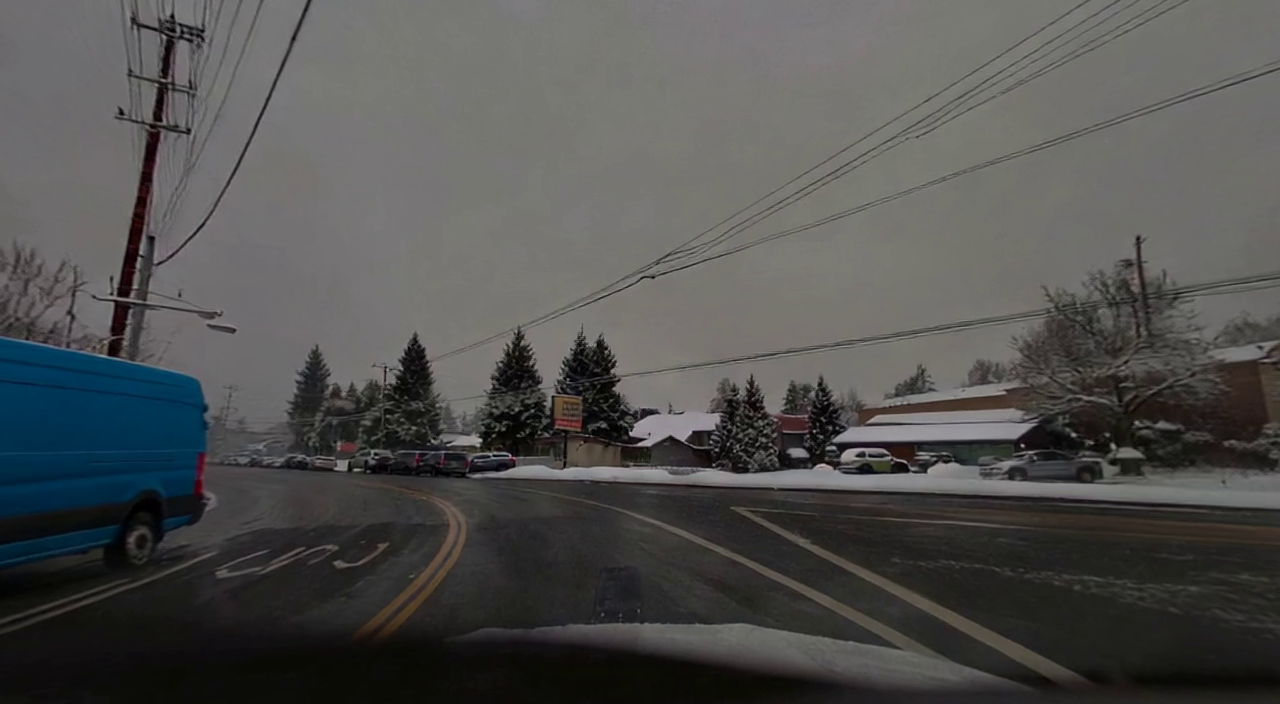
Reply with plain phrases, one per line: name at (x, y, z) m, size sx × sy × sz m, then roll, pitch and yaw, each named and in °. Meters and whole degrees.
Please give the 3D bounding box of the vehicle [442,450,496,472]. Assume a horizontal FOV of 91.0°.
vehicle at (-13.169, 8.450, 48.870) m, size 2.057 × 1.564 × 4.502 m, roll -3°, pitch -9°, yaw 14°

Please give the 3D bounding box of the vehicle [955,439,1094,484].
vehicle at (16.225, 4.601, 26.697) m, size 4.543 × 1.744 × 2.164 m, roll 0°, pitch -9°, yaw -7°

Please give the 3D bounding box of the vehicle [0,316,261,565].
vehicle at (-11.817, 1.618, 11.329) m, size 3.276 × 3.922 × 10.384 m, roll -1°, pitch -9°, yaw 1°

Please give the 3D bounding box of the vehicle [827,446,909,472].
vehicle at (14.599, 6.843, 40.386) m, size 4.454 × 1.504 × 1.970 m, roll 0°, pitch -9°, yaw -6°

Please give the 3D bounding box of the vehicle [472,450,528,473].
vehicle at (-10.207, 8.019, 46.341) m, size 2.074 × 1.526 × 4.853 m, roll -3°, pitch -9°, yaw 13°
